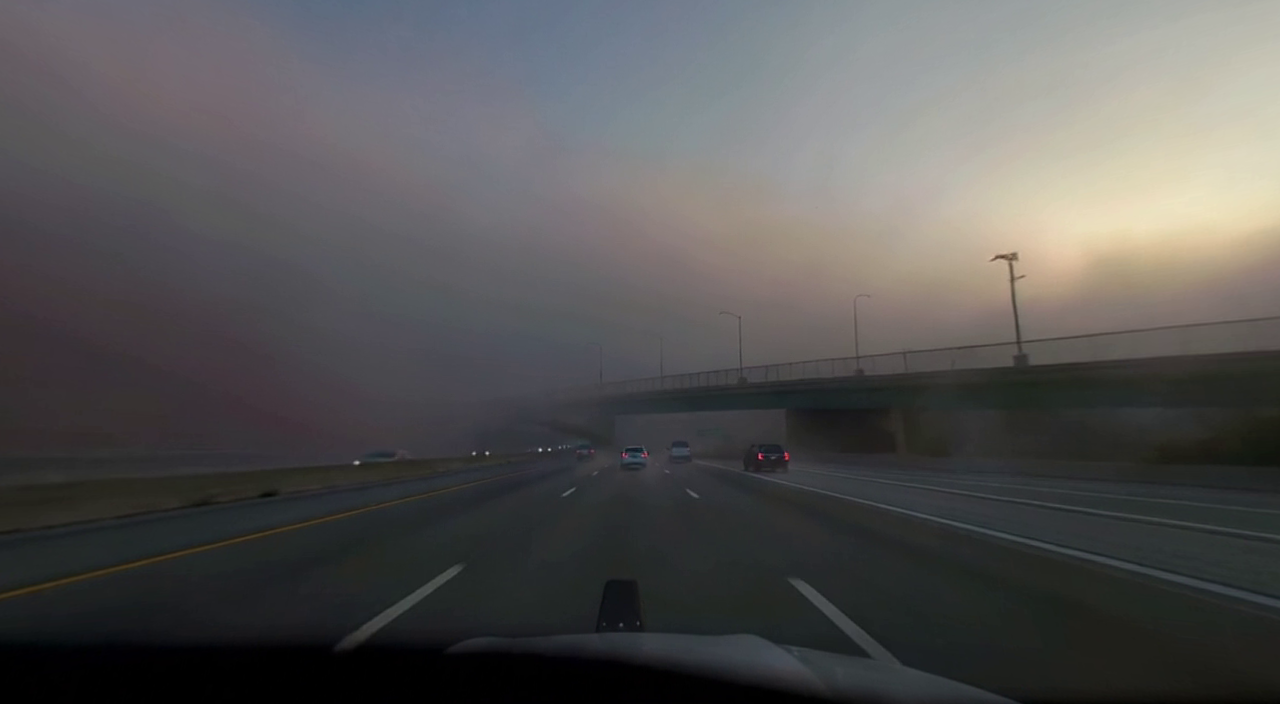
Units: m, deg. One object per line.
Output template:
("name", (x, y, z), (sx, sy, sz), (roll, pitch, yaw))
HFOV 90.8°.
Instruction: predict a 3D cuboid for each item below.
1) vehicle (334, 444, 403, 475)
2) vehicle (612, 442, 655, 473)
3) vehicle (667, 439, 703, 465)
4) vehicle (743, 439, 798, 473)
("vehicle", (-14.412, 5.695, 33.818), (1.837, 1.527, 4.169), (0, -8, 0))
("vehicle", (-0.325, 5.417, 32.630), (2.075, 1.486, 4.007), (0, -8, 0))
("vehicle", (3.274, 7.388, 46.845), (2.177, 1.831, 4.766), (0, -8, -2))
("vehicle", (6.669, 5.345, 32.643), (1.936, 1.625, 3.991), (0, -8, -1))
